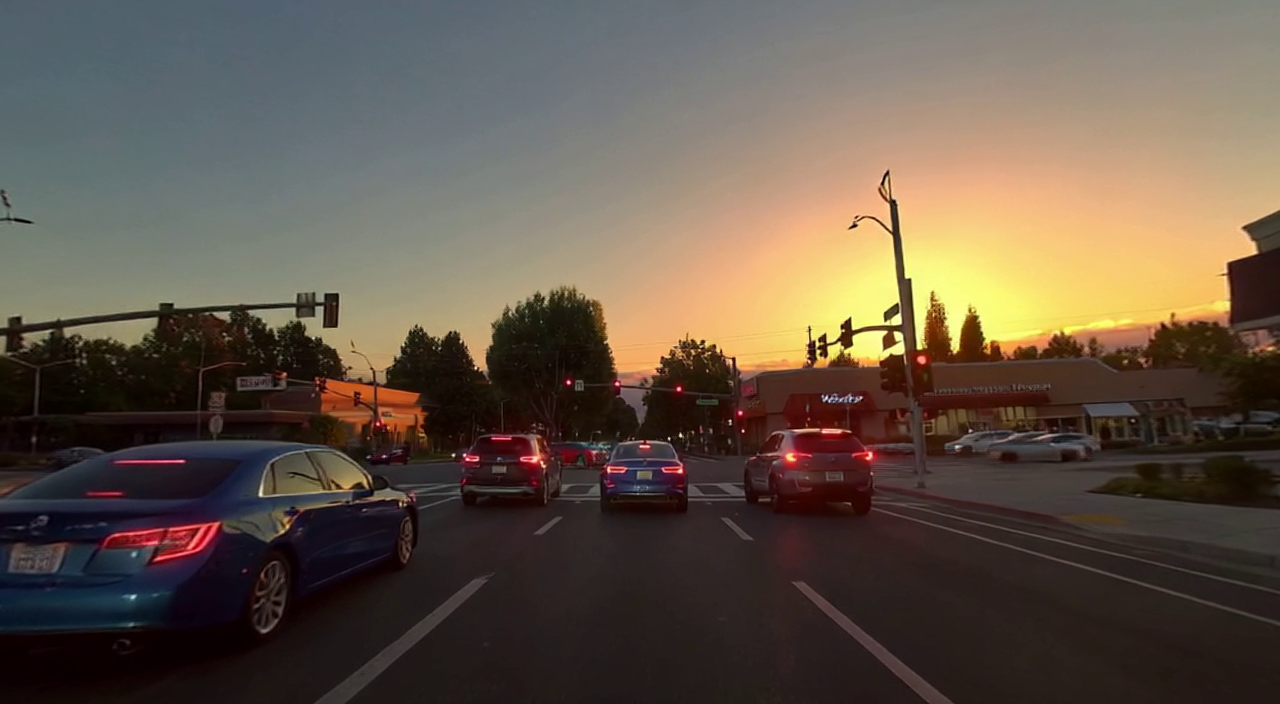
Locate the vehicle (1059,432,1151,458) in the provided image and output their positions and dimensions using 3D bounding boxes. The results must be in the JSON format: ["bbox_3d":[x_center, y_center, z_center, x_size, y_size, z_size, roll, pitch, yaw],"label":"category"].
[{"bbox_3d":[30.558,6.132,41.456,4.432,1.680,1.932,0,-9,2],"label":"vehicle"}]

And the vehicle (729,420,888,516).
[{"bbox_3d":[3.319,2.409,13.492,2.076,1.691,4.402,0,-9,-2],"label":"vehicle"}]

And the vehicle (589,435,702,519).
[{"bbox_3d":[0.136,2.578,13.442,2.032,1.499,3.994,0,-9,1],"label":"vehicle"}]

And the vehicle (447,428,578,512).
[{"bbox_3d":[-2.819,2.729,14.967,2.072,1.694,4.070,-1,-9,3],"label":"vehicle"}]

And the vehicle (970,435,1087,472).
[{"bbox_3d":[16.800,4.401,27.418,3.822,1.514,1.905,-2,-9,10],"label":"vehicle"}]

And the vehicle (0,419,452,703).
[{"bbox_3d":[-3.332,1.426,5.438,2.014,1.472,4.357,0,-9,1],"label":"vehicle"}]
